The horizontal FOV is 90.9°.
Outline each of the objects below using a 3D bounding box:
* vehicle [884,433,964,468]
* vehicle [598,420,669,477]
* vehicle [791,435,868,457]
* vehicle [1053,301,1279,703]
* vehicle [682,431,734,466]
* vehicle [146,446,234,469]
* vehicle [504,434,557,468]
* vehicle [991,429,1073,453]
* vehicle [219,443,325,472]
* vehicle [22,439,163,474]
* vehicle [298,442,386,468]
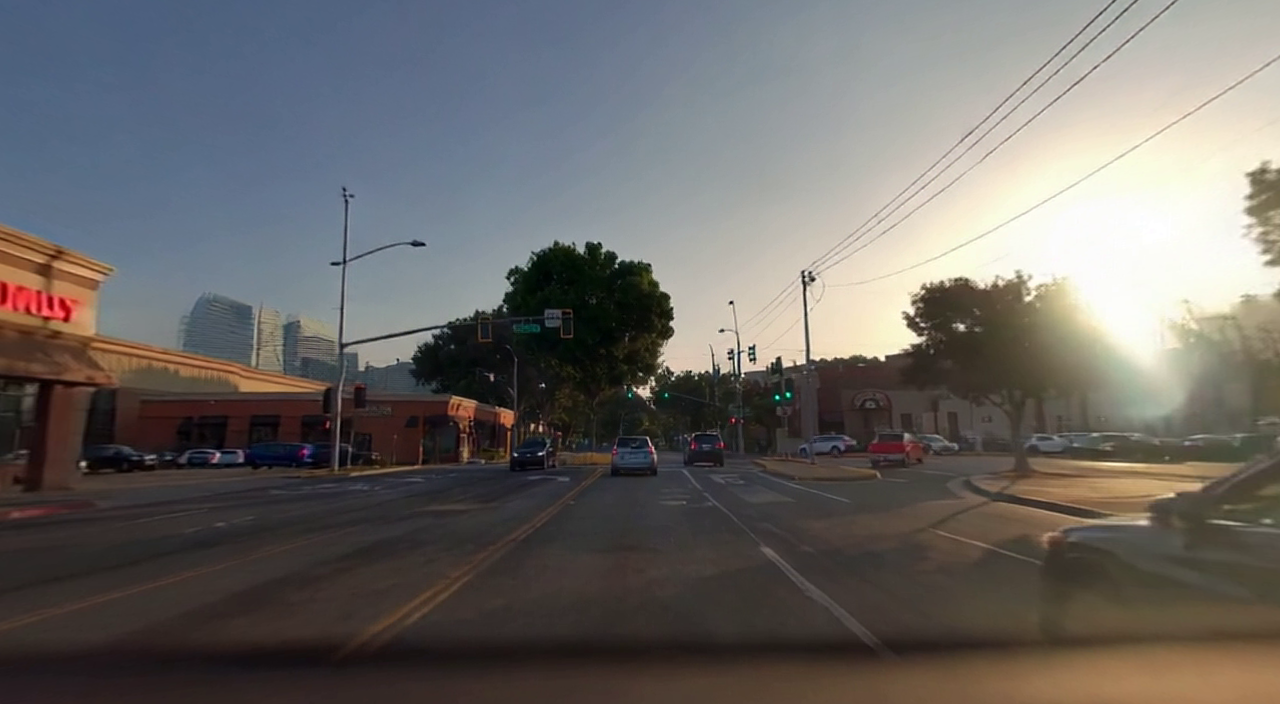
[{"bbox_3d":[12.778,4.397,28.204,2.002,1.427,4.436,-7,-11,40],"label":"vehicle"},{"bbox_3d":[-0.247,3.982,26.127,2.638,2.065,5.313,0,-8,0],"label":"vehicle"},{"bbox_3d":[14.265,7.115,47.678,5.218,1.558,1.963,0,-9,-1],"label":"vehicle"},{"bbox_3d":[3.383,0.525,0.764,2.335,1.812,5.041,0,-8,0],"label":"vehicle"},{"bbox_3d":[3.640,5.294,34.591,2.276,1.787,4.630,0,-8,-1],"label":"vehicle"},{"bbox_3d":[-30.789,7.215,43.220,4.466,1.527,2.028,0,-8,2],"label":"vehicle"},{"bbox_3d":[-6.629,6.054,38.713,2.335,1.909,4.593,0,-8,1],"label":"vehicle"},{"bbox_3d":[29.814,6.776,48.010,4.750,1.710,2.137,0,-8,-1],"label":"vehicle"},{"bbox_3d":[-21.098,6.046,36.285,4.839,1.604,2.058,-1,-8,3],"label":"vehicle"},{"bbox_3d":[-31.567,6.026,36.475,5.964,1.893,2.363,0,-8,1],"label":"vehicle"},{"bbox_3d":[-18.762,6.500,39.792,4.561,1.531,1.990,0,-8,1],"label":"vehicle"}]
